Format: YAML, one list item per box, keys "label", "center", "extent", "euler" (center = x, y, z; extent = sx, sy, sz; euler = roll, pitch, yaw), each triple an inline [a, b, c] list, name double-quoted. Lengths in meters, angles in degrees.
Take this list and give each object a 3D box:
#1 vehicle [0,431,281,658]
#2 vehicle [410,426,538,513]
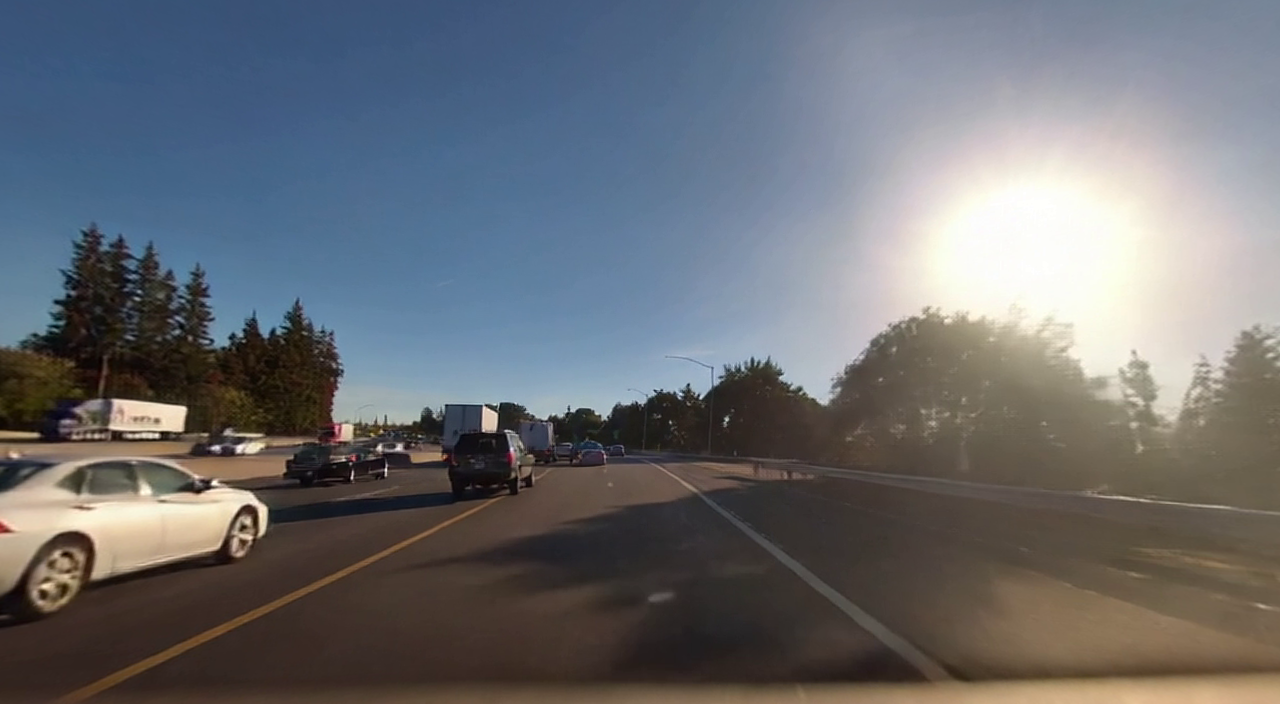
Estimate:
- label: "vehicle"
  center: [-5.133, 1.393, 5.071]
  extent: [1.932, 1.445, 4.625]
  euler: [0, -8, -2]
- label: "vehicle"
  center: [-3.888, 2.838, 15.867]
  extent: [2.093, 1.785, 5.303]
  euler: [0, -8, -4]
